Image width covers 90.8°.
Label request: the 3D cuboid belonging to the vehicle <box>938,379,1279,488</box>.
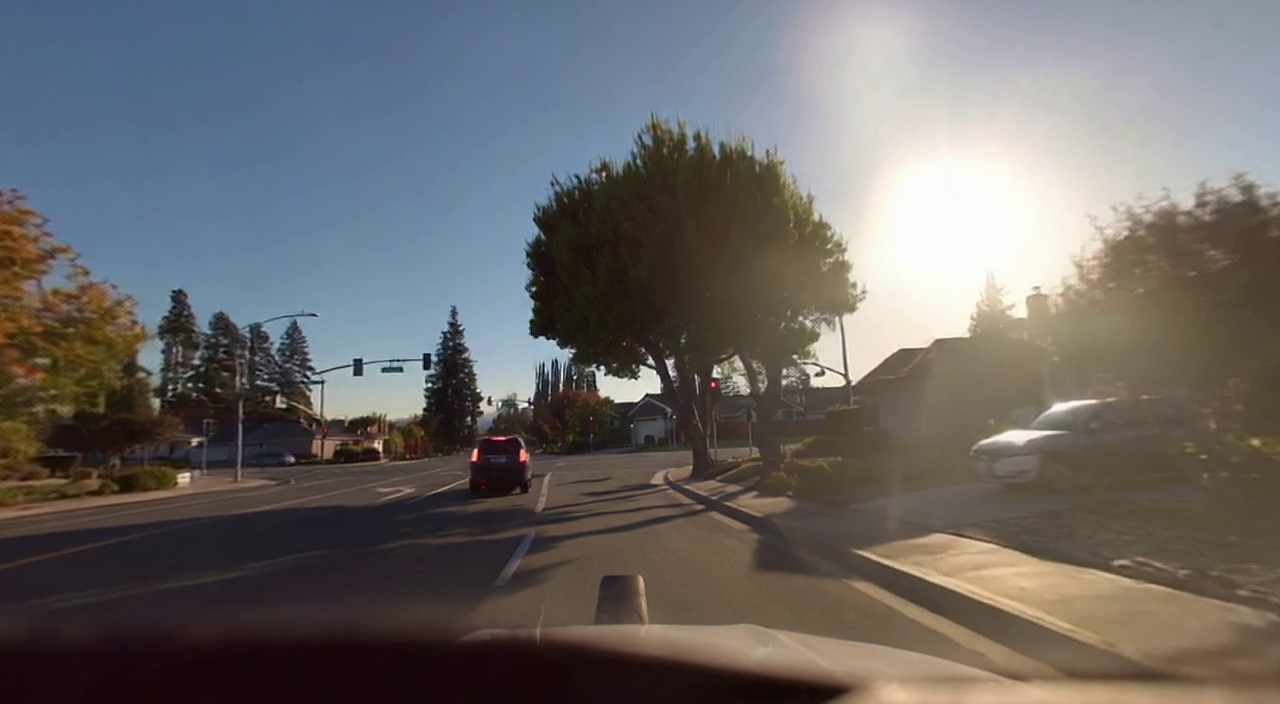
[{"bbox_3d":[7.836,1.380,10.630,4.663,1.618,1.962,1,-8,-6],"label":"vehicle"}]

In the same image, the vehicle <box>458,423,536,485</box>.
[{"bbox_3d":[-4.716,3.429,21.465,2.041,1.834,4.679,1,-8,-6],"label":"vehicle"}]
